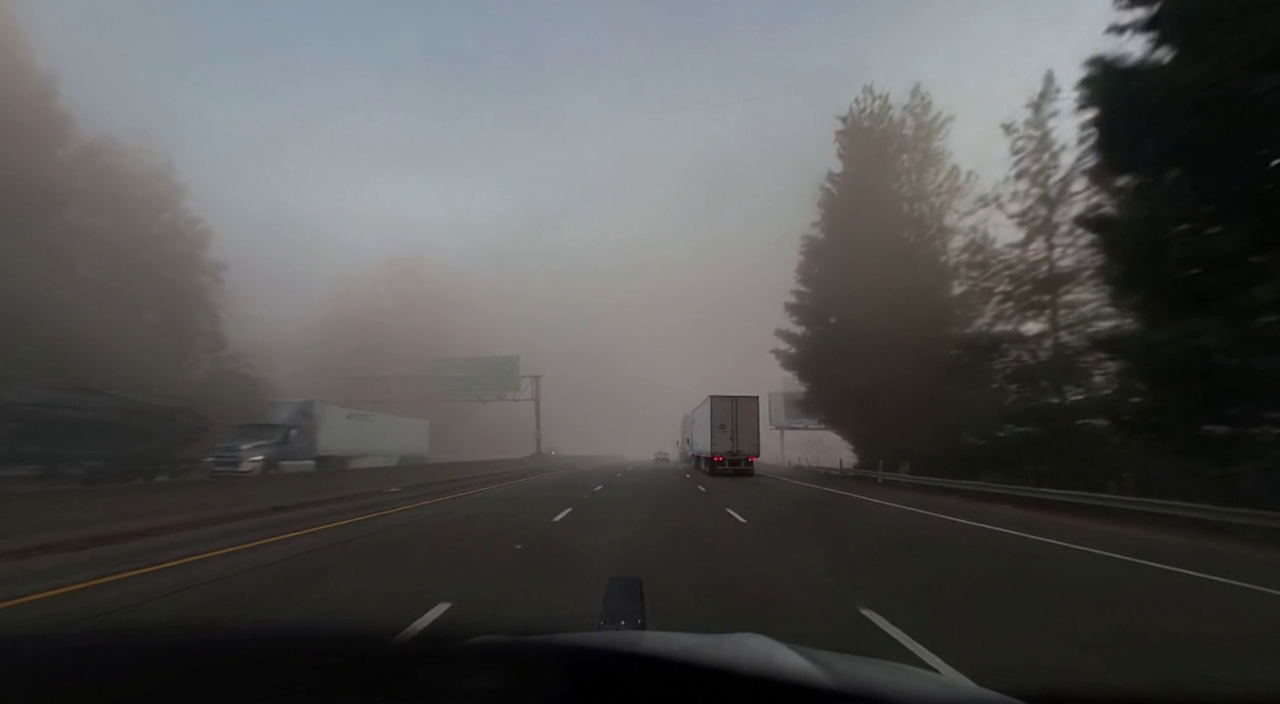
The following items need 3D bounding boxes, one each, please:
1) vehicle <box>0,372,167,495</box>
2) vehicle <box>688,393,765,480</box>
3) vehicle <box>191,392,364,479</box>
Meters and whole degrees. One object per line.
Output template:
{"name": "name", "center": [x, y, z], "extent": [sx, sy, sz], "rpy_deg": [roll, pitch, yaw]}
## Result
{"name": "vehicle", "center": [-22.712, 2.871, 21.908], "extent": [3.049, 4.039, 11.774], "rpy_deg": [0, -9, 2]}
{"name": "vehicle", "center": [4.762, 5.144, 38.058], "extent": [2.826, 4.269, 14.176], "rpy_deg": [0, -8, 1]}
{"name": "vehicle", "center": [-18.380, 4.471, 33.095], "extent": [3.186, 3.906, 9.306], "rpy_deg": [0, -9, 2]}
